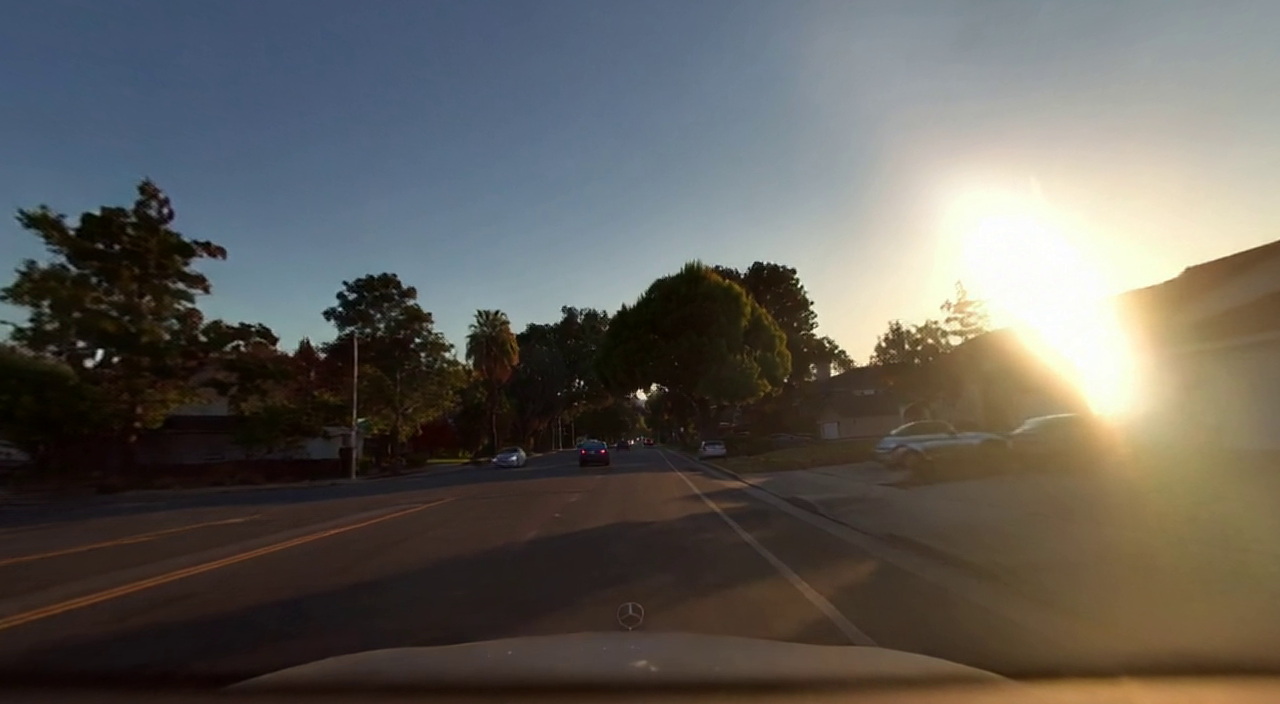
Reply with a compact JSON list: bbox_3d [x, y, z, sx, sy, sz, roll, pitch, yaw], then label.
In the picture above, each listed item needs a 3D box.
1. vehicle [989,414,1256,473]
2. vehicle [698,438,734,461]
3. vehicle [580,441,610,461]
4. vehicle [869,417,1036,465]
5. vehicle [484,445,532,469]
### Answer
[{"bbox_3d":[10.550,2.033,14.020,4.489,1.208,1.800,0,-8,-2],"label":"vehicle"},{"bbox_3d":[5.406,7.034,45.564,1.995,1.546,4.474,0,-8,-1],"label":"vehicle"},{"bbox_3d":[-3.332,7.432,47.362,1.973,1.400,3.915,0,-8,0],"label":"vehicle"},{"bbox_3d":[10.451,3.025,21.365,4.606,1.525,1.932,0,-8,-1],"label":"vehicle"},{"bbox_3d":[-8.567,6.853,41.373,2.027,1.522,4.469,-1,-8,2],"label":"vehicle"}]
